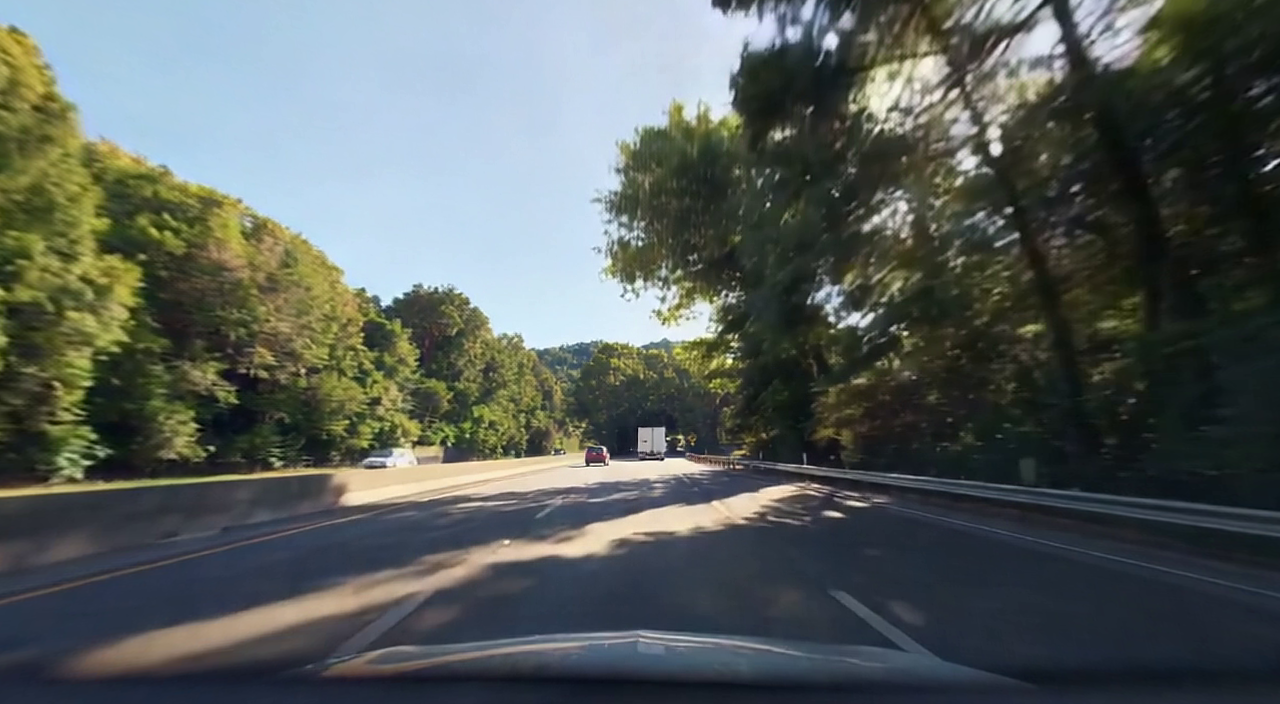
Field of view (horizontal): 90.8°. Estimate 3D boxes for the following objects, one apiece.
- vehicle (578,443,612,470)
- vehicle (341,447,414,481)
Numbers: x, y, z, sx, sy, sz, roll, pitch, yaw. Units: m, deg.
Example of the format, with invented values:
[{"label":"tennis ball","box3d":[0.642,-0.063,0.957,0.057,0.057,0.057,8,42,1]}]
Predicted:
[{"label":"vehicle","box3d":[-3.351,7.921,47.933,2.173,1.924,5.030,0,-9,1]},{"label":"vehicle","box3d":[-13.131,5.604,31.833,1.845,1.583,4.154,0,-9,1]}]
